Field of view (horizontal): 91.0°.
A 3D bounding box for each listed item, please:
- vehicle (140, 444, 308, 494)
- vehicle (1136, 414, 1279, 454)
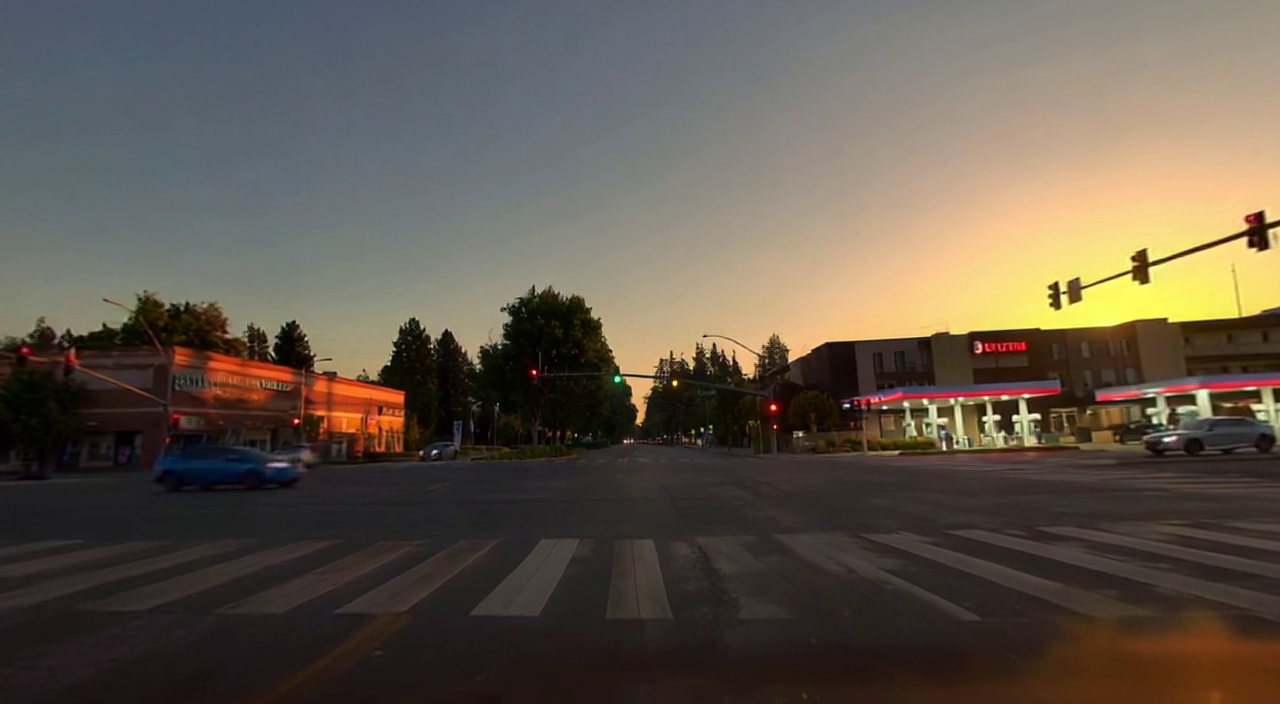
[{"bbox_3d":[-14.190,3.983,21.638,4.488,1.463,1.888,-2,-8,3],"label":"vehicle"},{"bbox_3d":[22.808,3.259,24.841,4.696,1.483,1.898,-1,-8,3],"label":"vehicle"}]
